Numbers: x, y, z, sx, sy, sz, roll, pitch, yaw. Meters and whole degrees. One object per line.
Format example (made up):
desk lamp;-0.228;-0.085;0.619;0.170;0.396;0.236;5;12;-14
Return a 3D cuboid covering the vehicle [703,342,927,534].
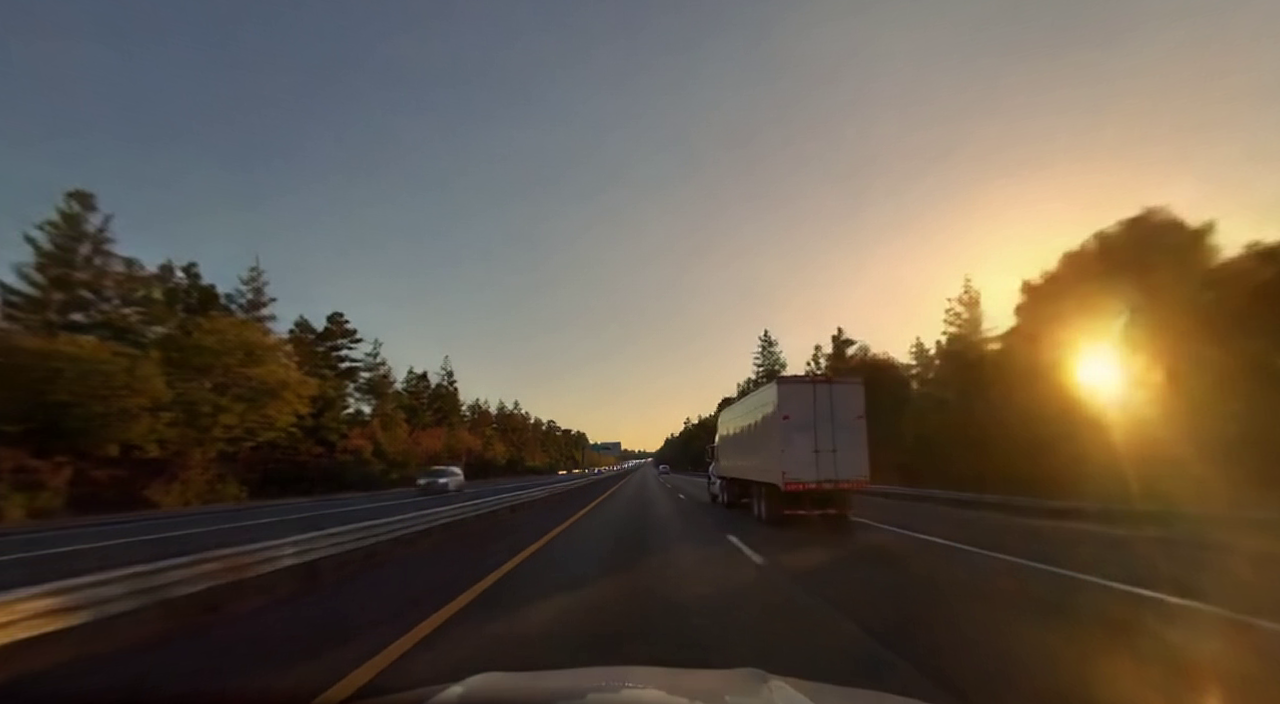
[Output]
vehicle;4.390;3.022;20.200;3.204;4.102;13.306;0;-11;-1

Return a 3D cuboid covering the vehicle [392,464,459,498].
vehicle;-11.343;6.855;33.693;1.917;1.639;4.598;0;-10;1
